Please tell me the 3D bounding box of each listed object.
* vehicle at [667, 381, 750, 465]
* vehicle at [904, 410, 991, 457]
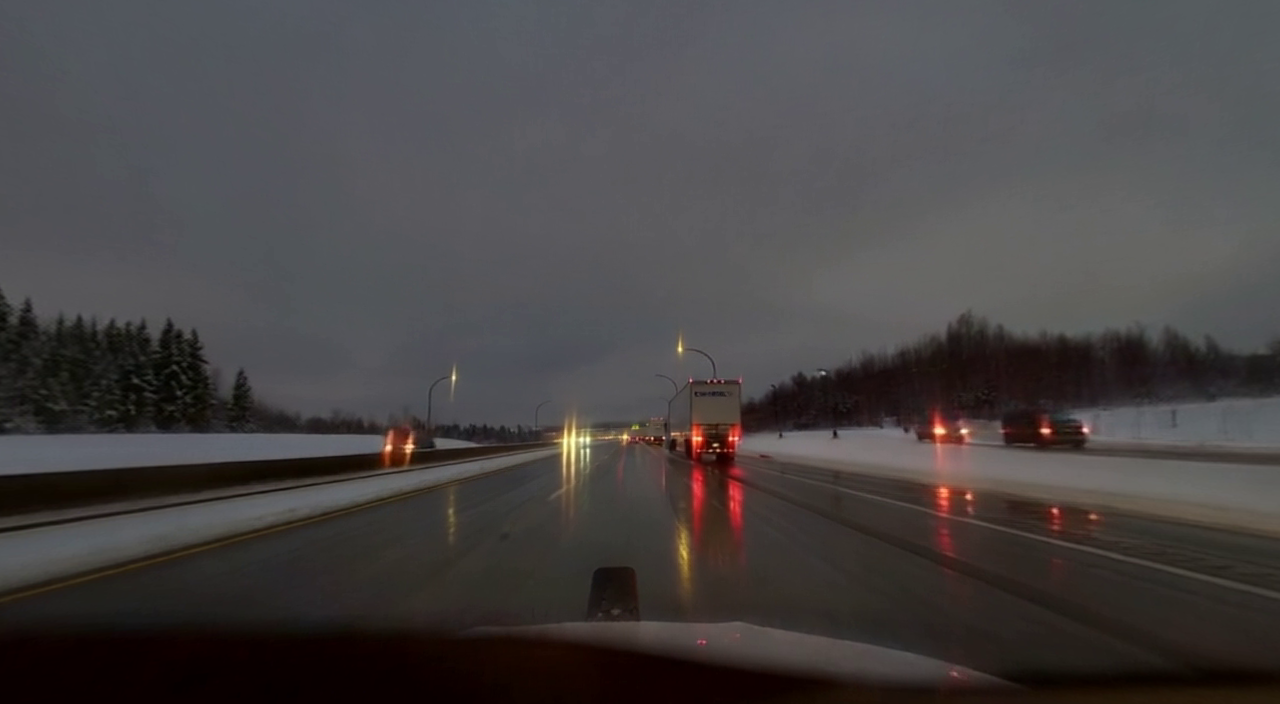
[{"bbox_3d":[3.680,4.502,38.173,2.976,4.064,14.619,0,-8,-2],"label":"vehicle"},{"bbox_3d":[24.108,6.304,49.887,2.865,2.885,8.040,-4,-3,1],"label":"vehicle"}]
